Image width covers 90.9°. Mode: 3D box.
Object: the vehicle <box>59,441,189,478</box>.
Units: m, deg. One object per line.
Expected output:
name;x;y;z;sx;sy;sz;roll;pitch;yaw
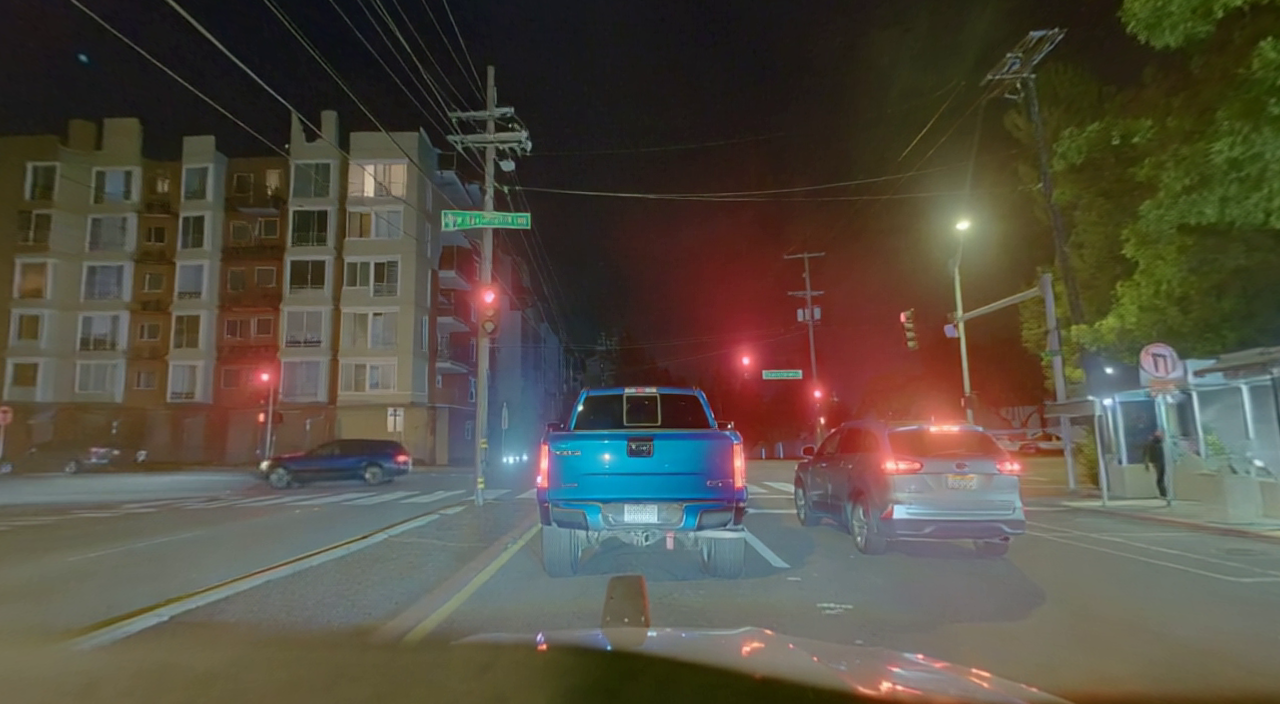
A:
vehicle;-24.848;5.156;30.458;4.563;1.692;1.778;0;-8;-2

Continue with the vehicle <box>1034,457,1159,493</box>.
vehicle;21.740;5.860;30.164;4.498;1.618;1.843;0;-9;0

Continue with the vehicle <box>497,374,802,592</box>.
vehicle;0.112;1.557;8.308;2.738;1.959;5.070;0;-8;1

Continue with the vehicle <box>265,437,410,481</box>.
vehicle;-12.640;4.493;26.589;5.043;1.766;1.980;0;-8;-1

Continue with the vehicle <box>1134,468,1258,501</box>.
vehicle;26.372;6.283;30.008;4.071;1.388;1.884;0;-8;1

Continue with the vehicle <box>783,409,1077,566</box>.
vehicle;3.842;1.883;9.584;2.131;1.759;4.762;0;-8;-1
